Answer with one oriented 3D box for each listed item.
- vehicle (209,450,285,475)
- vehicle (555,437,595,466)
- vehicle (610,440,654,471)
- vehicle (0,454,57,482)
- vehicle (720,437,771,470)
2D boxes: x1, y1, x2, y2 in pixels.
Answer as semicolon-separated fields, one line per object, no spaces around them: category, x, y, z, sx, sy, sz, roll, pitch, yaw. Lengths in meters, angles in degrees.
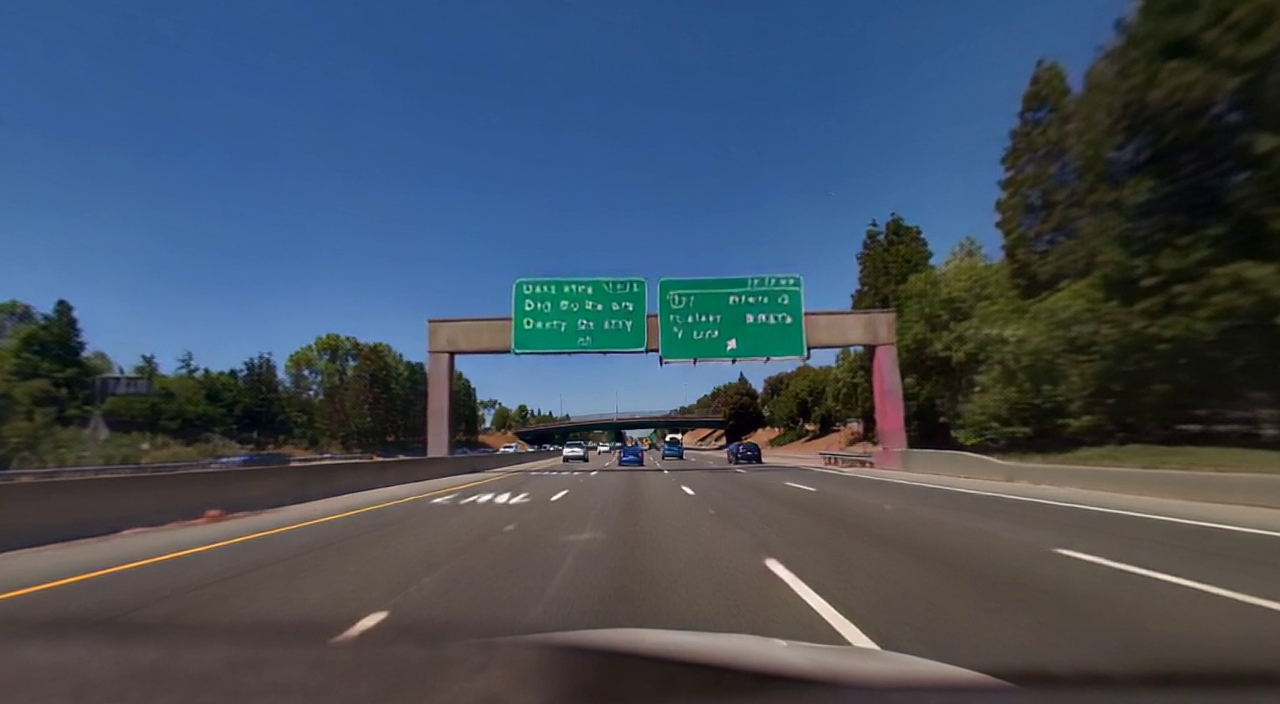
vehicle;-24.972;6.994;40.355;1.844;1.474;4.668;0;-8;0
vehicle;-4.258;6.572;41.899;2.113;1.756;4.471;0;-8;1
vehicle;-0.399;5.274;32.390;2.075;1.486;4.007;0;-8;0
vehicle;-43.427;8.046;43.980;2.025;1.761;4.758;2;-9;-15
vehicle;5.514;5.350;33.461;1.936;1.625;3.991;0;-8;-1
